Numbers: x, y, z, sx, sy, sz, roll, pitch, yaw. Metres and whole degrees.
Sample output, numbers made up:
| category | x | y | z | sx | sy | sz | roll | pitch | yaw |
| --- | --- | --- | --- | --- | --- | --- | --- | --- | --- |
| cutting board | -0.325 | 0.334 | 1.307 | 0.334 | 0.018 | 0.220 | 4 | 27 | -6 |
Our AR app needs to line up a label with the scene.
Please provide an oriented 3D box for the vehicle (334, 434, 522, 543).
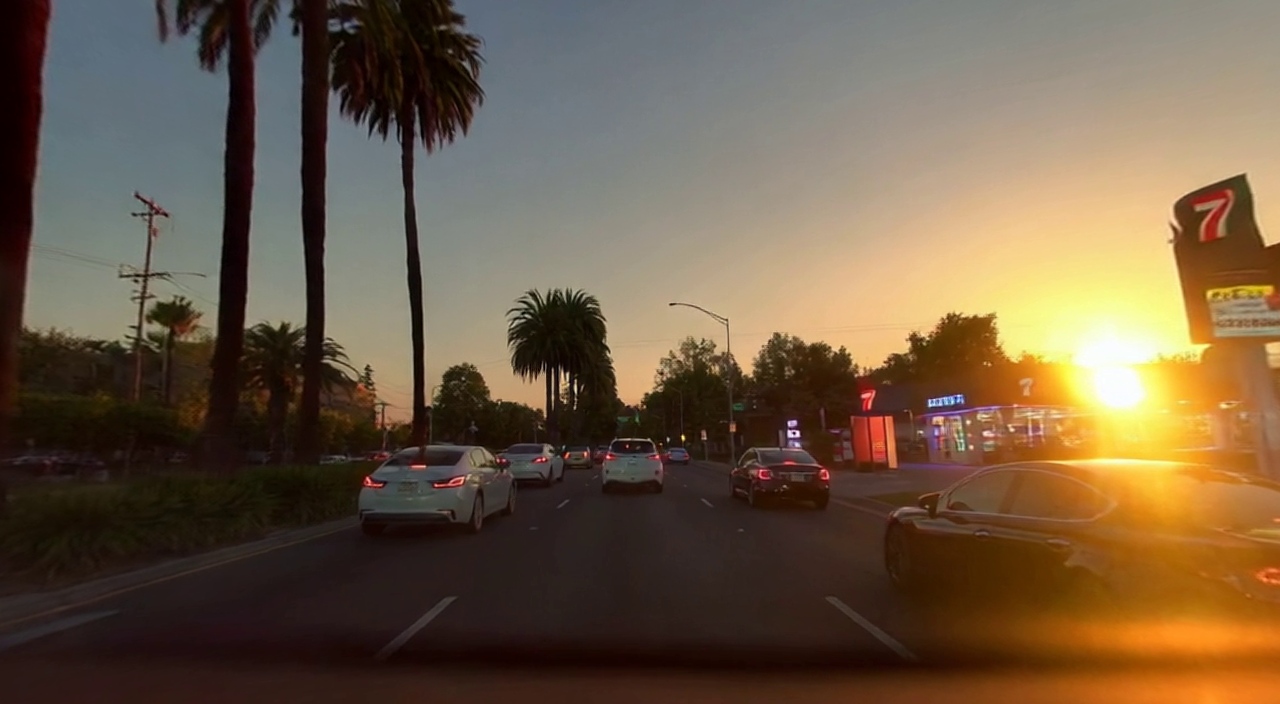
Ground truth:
| category | x | y | z | sx | sy | sz | roll | pitch | yaw |
| --- | --- | --- | --- | --- | --- | --- | --- | --- | --- |
| vehicle | -3.347 | 2.209 | 10.898 | 1.864 | 1.505 | 4.202 | 0 | -8 | -1 |

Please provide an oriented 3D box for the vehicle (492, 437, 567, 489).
| category | x | y | z | sx | sy | sz | roll | pitch | yaw |
| --- | --- | --- | --- | --- | --- | --- | --- | --- | --- |
| vehicle | -3.845 | 3.938 | 22.710 | 1.932 | 1.695 | 4.235 | 0 | -8 | 0 |

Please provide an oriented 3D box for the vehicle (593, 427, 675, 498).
| category | x | y | z | sx | sy | sz | roll | pitch | yaw |
| --- | --- | --- | --- | --- | --- | --- | --- | --- | --- |
| vehicle | -0.156 | 3.246 | 18.834 | 2.164 | 1.867 | 4.254 | 0 | -8 | 0 |

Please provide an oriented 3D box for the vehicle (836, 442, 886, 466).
| category | x | y | z | sx | sy | sz | roll | pitch | yaw |
| --- | --- | --- | --- | --- | --- | --- | --- | --- | --- |
| vehicle | 13.741 | 6.365 | 39.338 | 1.833 | 1.392 | 3.588 | 0 | -8 | 0 |

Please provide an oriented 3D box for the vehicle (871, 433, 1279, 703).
| category | x | y | z | sx | sy | sz | roll | pitch | yaw |
| --- | --- | --- | --- | --- | --- | --- | --- | --- | --- |
| vehicle | 3.599 | 1.402 | 4.901 | 1.867 | 1.448 | 4.436 | 0 | -8 | -1 |

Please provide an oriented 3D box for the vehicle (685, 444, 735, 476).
| category | x | y | z | sx | sy | sz | roll | pitch | yaw |
| --- | --- | --- | --- | --- | --- | --- | --- | --- | --- |
| vehicle | 3.374 | 5.307 | 31.150 | 1.880 | 1.476 | 3.932 | 0 | -8 | -2 |

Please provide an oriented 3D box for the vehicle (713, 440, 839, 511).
| category | x | y | z | sx | sy | sz | roll | pitch | yaw |
| --- | --- | --- | --- | --- | --- | --- | --- | --- | --- |
| vehicle | 3.168 | 2.972 | 15.740 | 1.977 | 1.480 | 4.589 | 0 | -8 | -2 |
